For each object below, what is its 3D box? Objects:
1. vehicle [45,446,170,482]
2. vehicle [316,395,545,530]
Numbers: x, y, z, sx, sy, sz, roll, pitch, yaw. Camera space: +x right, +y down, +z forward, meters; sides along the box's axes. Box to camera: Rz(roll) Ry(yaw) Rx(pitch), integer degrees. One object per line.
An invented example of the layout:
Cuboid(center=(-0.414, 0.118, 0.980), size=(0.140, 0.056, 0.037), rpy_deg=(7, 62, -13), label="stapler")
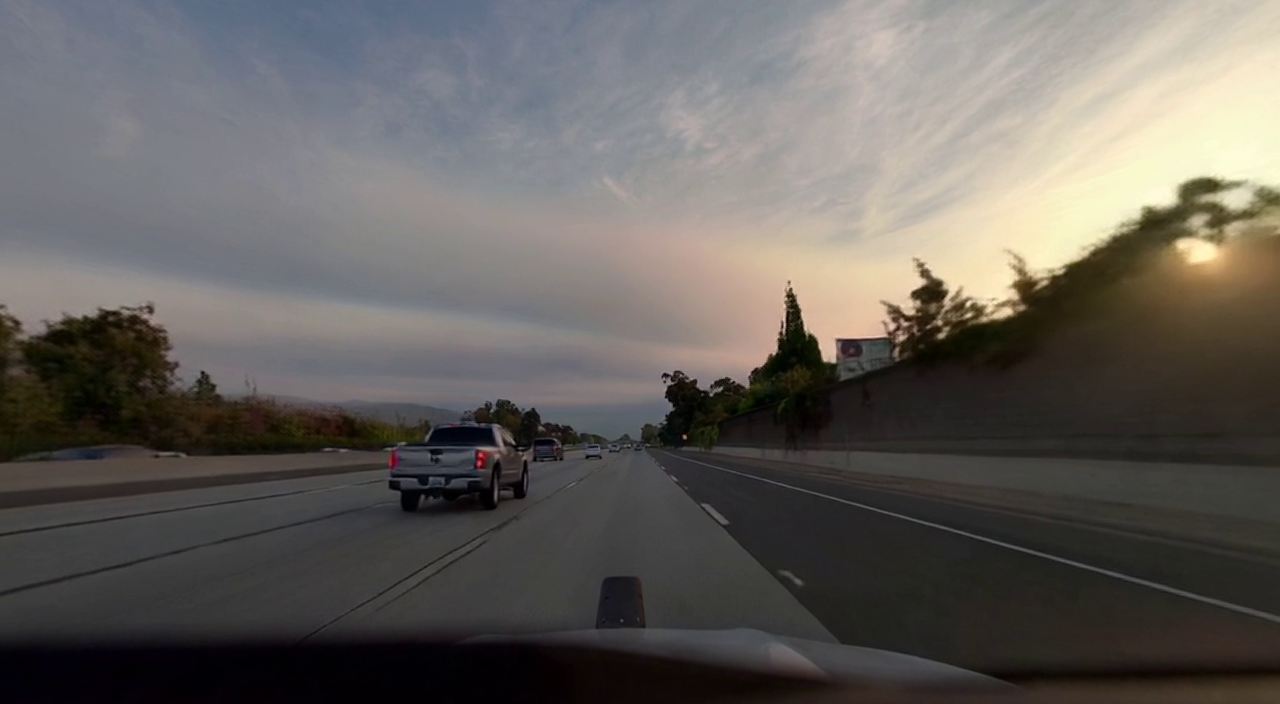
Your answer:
Cuboid(center=(-25.646, 5.371, 30.628), size=(1.930, 1.587, 4.711), rpy_deg=(0, -8, 0), label="vehicle")
Cuboid(center=(-3.859, 2.242, 13.370), size=(2.604, 2.170, 6.271), rpy_deg=(0, -8, 1), label="vehicle")
